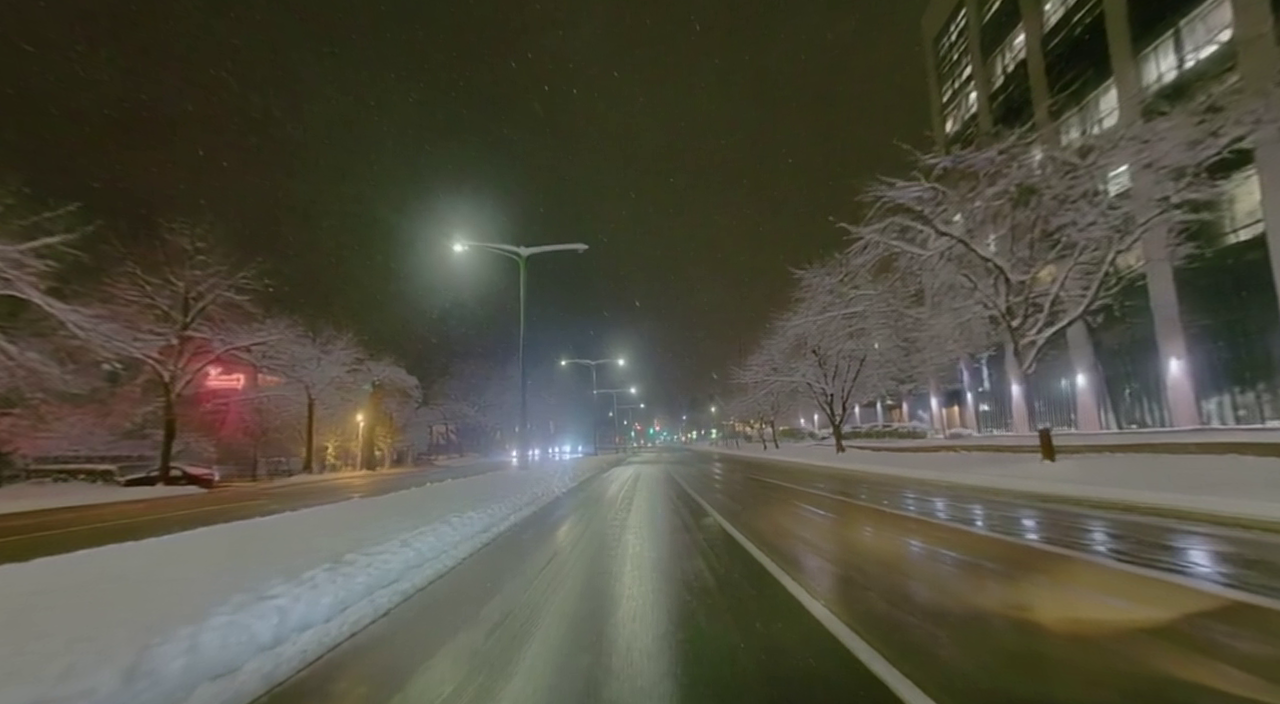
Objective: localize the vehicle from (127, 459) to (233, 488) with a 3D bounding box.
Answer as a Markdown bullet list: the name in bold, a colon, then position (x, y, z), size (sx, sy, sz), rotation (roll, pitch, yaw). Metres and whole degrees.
- **vehicle**: position (-28.466, 7.503, 39.322), size (4.954, 1.628, 2.012), rotation (4, -9, -24)

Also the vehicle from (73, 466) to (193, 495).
- **vehicle**: position (-28.321, 7.185, 35.513), size (4.783, 1.398, 1.951), rotation (3, -9, -21)
